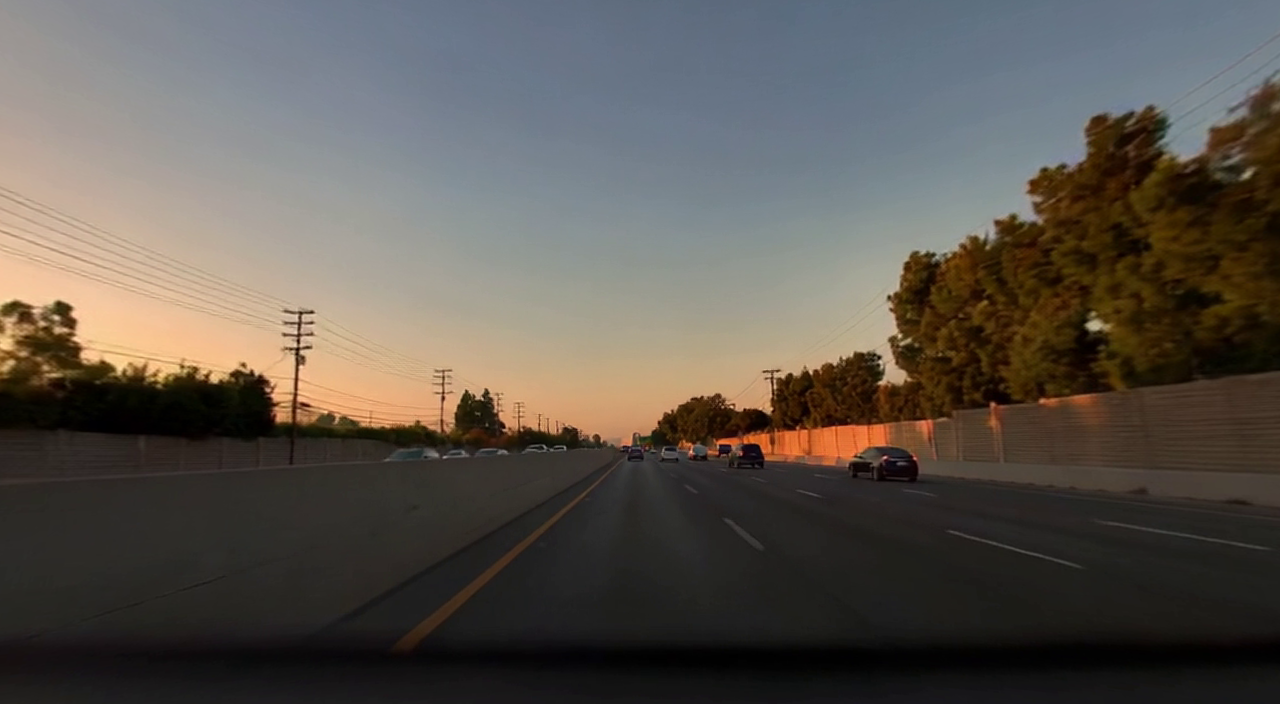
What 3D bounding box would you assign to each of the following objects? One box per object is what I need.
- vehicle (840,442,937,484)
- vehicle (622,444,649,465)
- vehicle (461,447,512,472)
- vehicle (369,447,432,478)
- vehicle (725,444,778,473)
[{"bbox_3d":[9.733,4.361,25.199,1.969,1.506,4.422,0,-8,-1],"label":"vehicle"},{"bbox_3d":[-0.362,8.034,49.622,1.993,1.506,3.883,0,-8,-1],"label":"vehicle"},{"bbox_3d":[-10.111,7.100,41.970,2.259,1.507,4.362,0,-8,0],"label":"vehicle"},{"bbox_3d":[-13.220,6.097,35.129,1.843,1.602,4.040,0,-8,0],"label":"vehicle"},{"bbox_3d":[6.298,6.051,36.270,2.069,1.520,4.614,0,-8,-1],"label":"vehicle"}]
